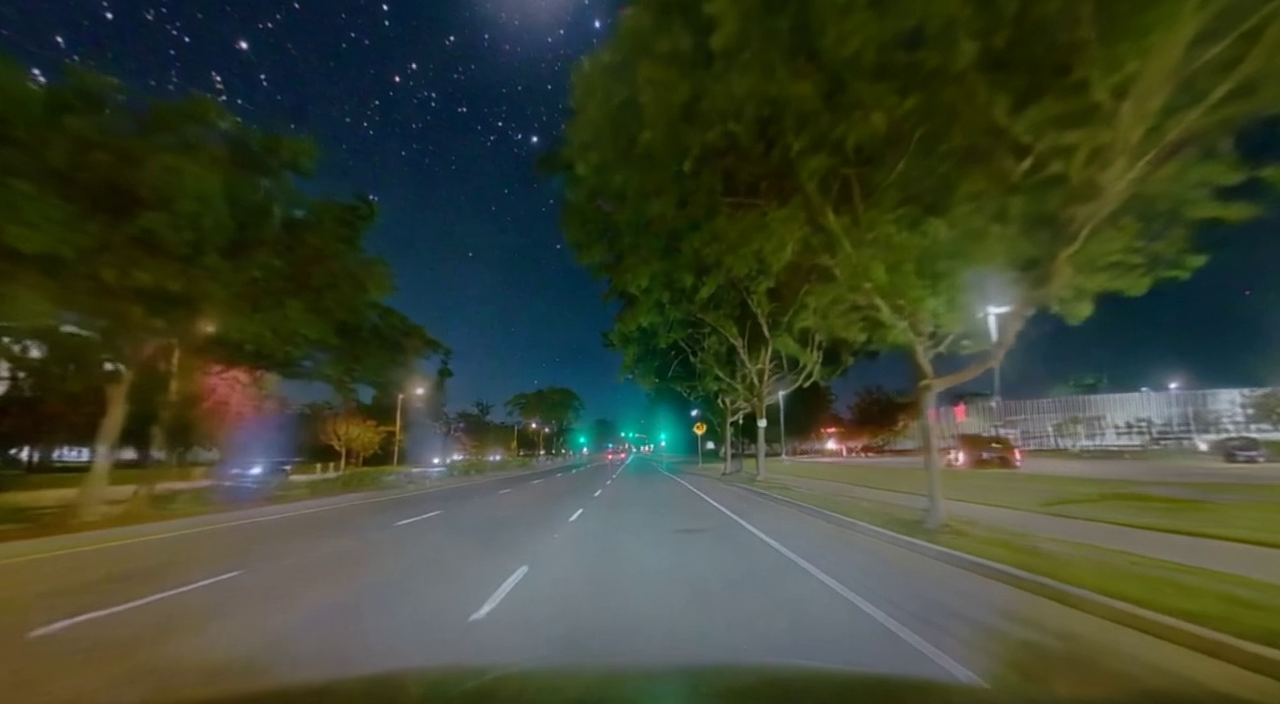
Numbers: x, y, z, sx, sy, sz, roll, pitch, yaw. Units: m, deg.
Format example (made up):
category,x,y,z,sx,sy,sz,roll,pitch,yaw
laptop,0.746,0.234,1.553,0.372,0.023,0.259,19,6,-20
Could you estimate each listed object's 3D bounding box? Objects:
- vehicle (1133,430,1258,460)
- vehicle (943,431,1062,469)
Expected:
category,x,y,z,sx,sy,sz,roll,pitch,yaw
vehicle,29.029,4.891,33.100,1.910,1.451,4.433,5,-10,-32
vehicle,14.250,3.877,24.943,3.641,1.408,1.584,-1,-9,2
